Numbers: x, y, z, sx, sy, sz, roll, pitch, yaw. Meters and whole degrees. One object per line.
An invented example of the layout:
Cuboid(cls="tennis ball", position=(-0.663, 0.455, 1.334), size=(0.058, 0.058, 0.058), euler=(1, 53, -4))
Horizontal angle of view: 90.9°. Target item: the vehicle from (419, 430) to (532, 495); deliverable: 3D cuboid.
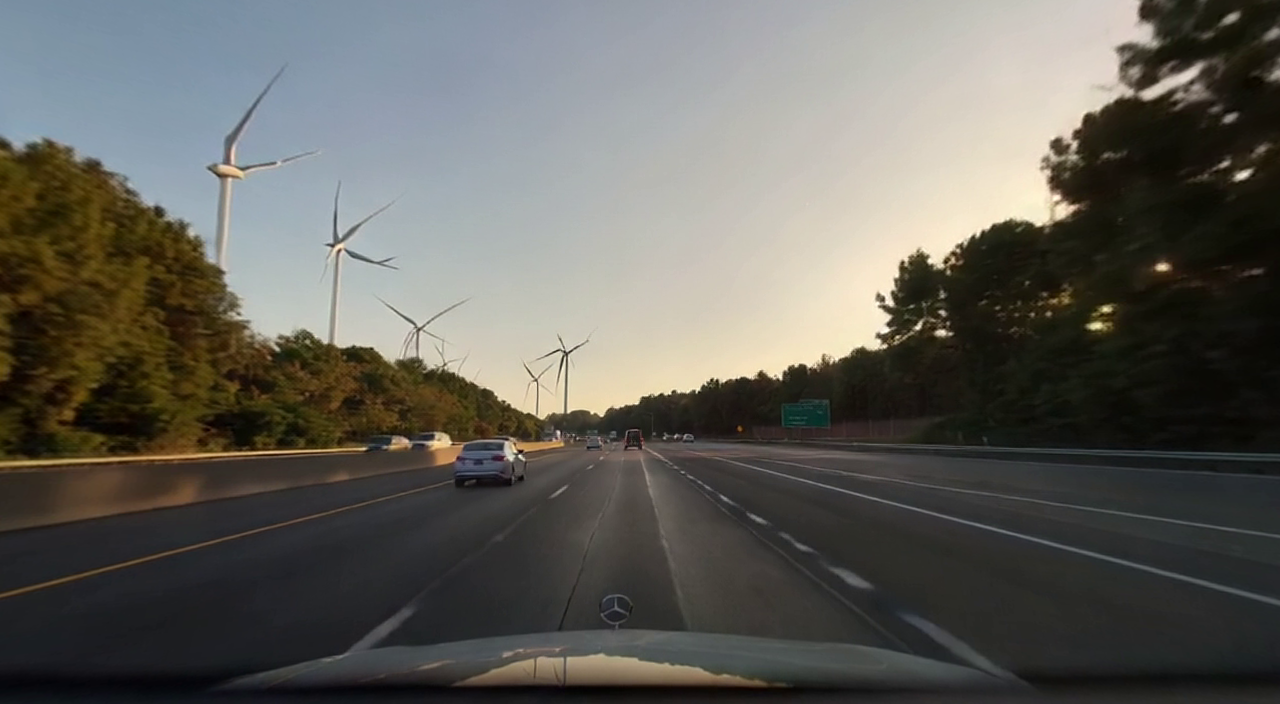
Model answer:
Cuboid(cls="vehicle", position=(-4.226, 2.889, 16.870), size=(1.950, 1.511, 3.965), euler=(0, -8, 0))

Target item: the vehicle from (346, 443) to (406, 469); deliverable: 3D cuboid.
Cuboid(cls="vehicle", position=(-16.870, 6.630, 40.520), size=(2.184, 1.556, 3.963), euler=(0, -8, -1))
